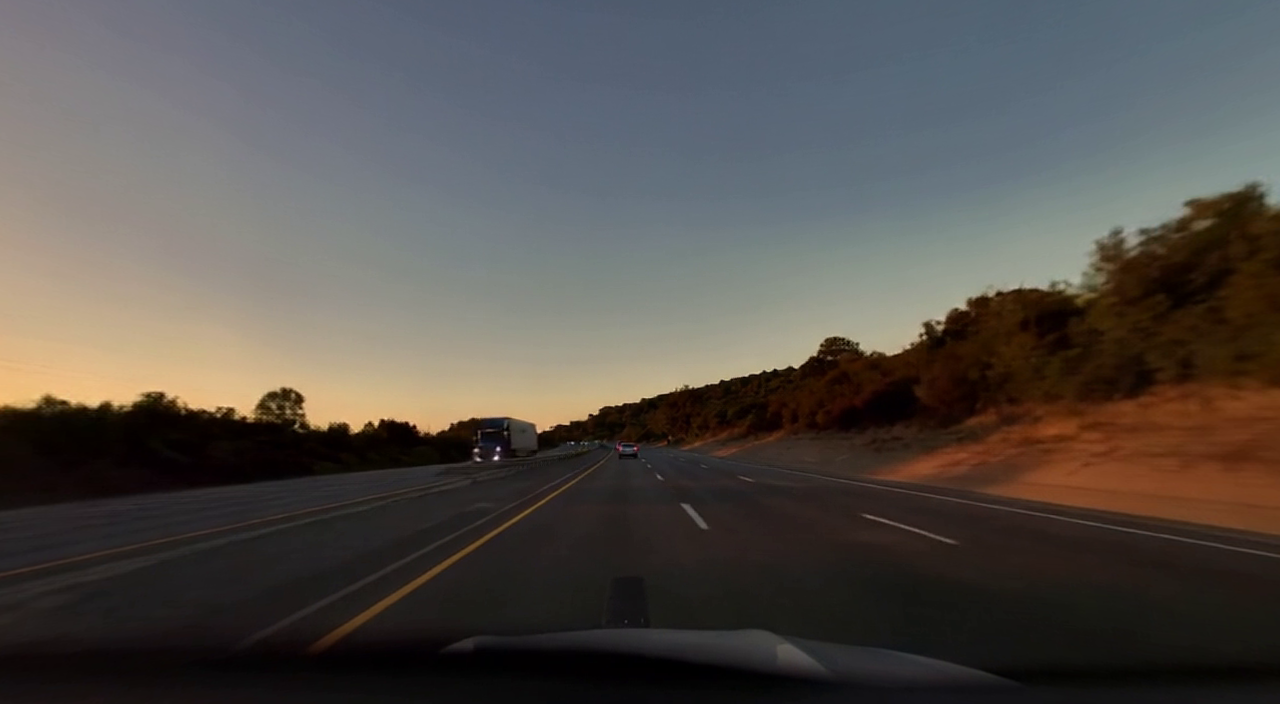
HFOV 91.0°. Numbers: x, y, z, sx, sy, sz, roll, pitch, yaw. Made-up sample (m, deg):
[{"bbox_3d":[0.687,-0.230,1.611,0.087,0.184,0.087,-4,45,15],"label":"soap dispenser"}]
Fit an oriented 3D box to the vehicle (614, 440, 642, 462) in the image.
[{"bbox_3d":[-0.896,7.570,48.097,2.009,1.554,4.013,0,-8,-1],"label":"vehicle"}]
